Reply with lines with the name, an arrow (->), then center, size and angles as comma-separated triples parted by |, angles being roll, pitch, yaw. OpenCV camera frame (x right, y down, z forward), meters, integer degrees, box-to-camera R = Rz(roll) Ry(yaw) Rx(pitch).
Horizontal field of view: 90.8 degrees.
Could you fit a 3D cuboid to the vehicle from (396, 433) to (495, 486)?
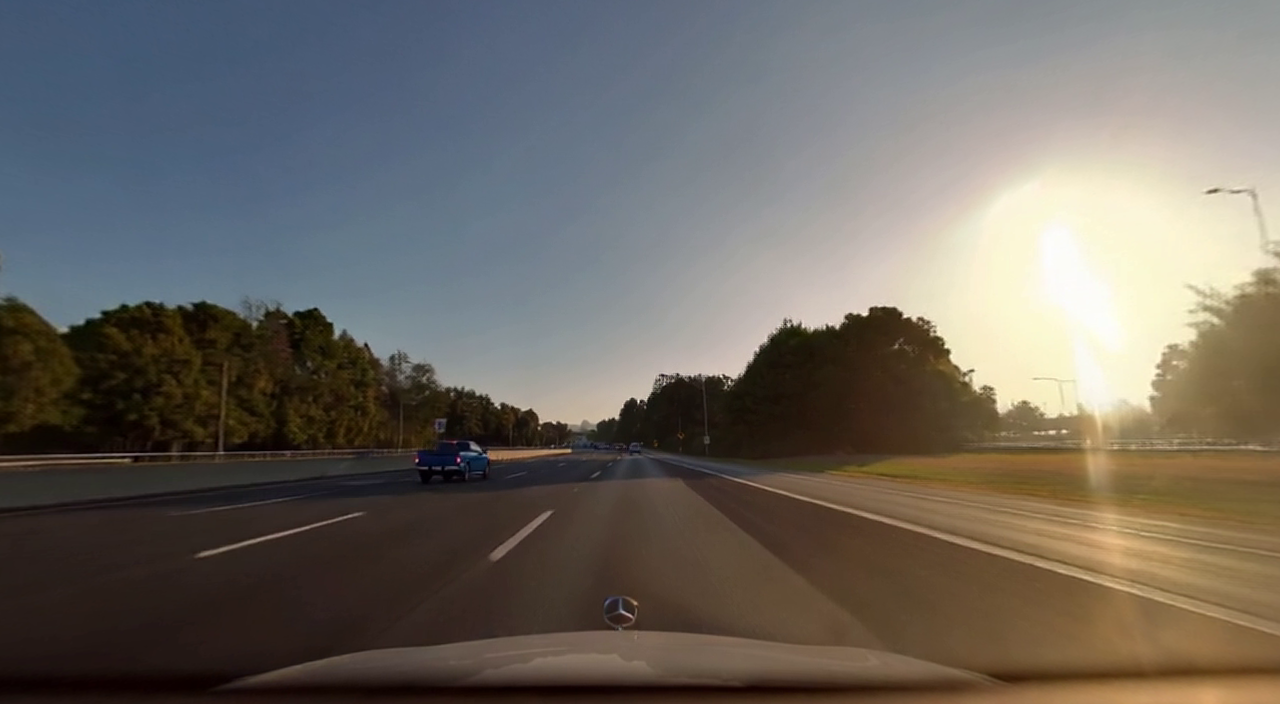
vehicle -> -7.205, 4.029, 24.043 | 2.231, 1.807, 4.758 | 0, -8, 0
